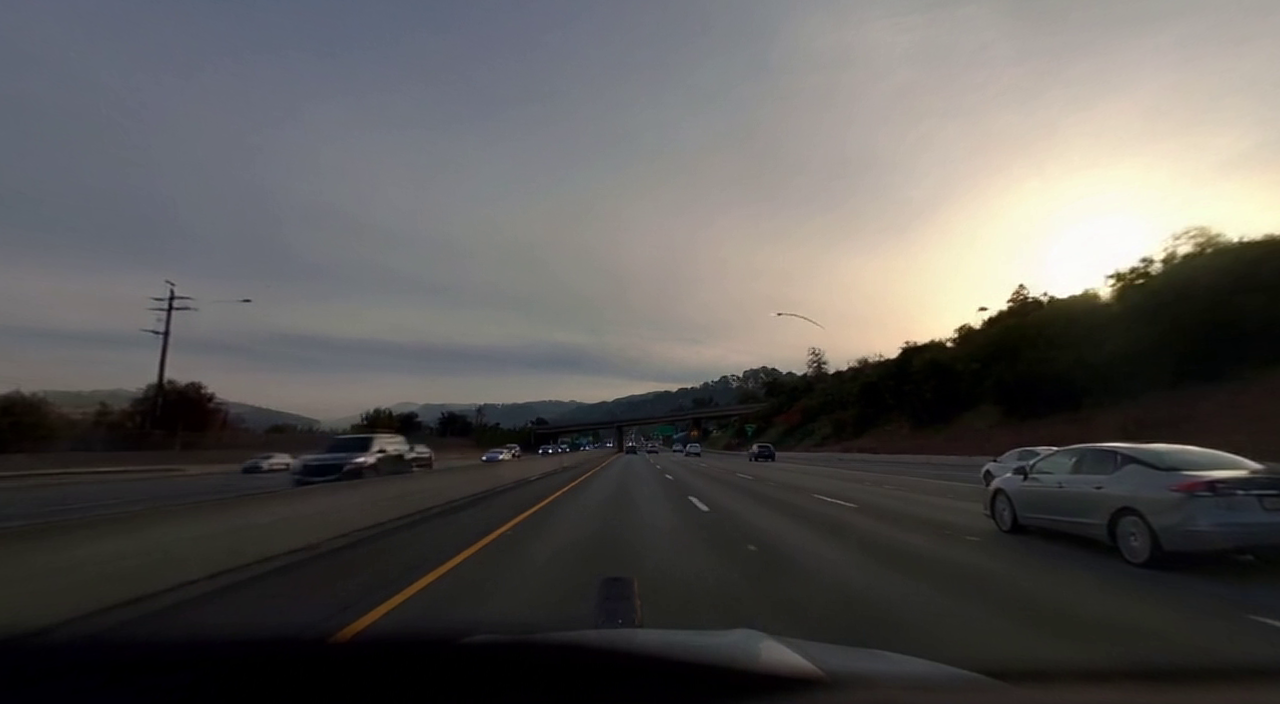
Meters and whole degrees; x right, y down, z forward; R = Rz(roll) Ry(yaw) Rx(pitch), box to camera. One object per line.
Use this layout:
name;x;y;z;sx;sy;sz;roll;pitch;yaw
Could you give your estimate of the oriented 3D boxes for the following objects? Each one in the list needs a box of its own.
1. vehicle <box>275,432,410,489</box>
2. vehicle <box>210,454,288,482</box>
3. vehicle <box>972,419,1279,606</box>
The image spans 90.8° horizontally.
vehicle;-8.791;3.211;19.174;1.884;1.485;4.376;0;-8;1
vehicle;-23.134;6.858;37.623;1.848;1.468;4.461;0;-8;-1
vehicle;5.992;1.611;7.254;1.821;1.470;4.633;0;-9;0
